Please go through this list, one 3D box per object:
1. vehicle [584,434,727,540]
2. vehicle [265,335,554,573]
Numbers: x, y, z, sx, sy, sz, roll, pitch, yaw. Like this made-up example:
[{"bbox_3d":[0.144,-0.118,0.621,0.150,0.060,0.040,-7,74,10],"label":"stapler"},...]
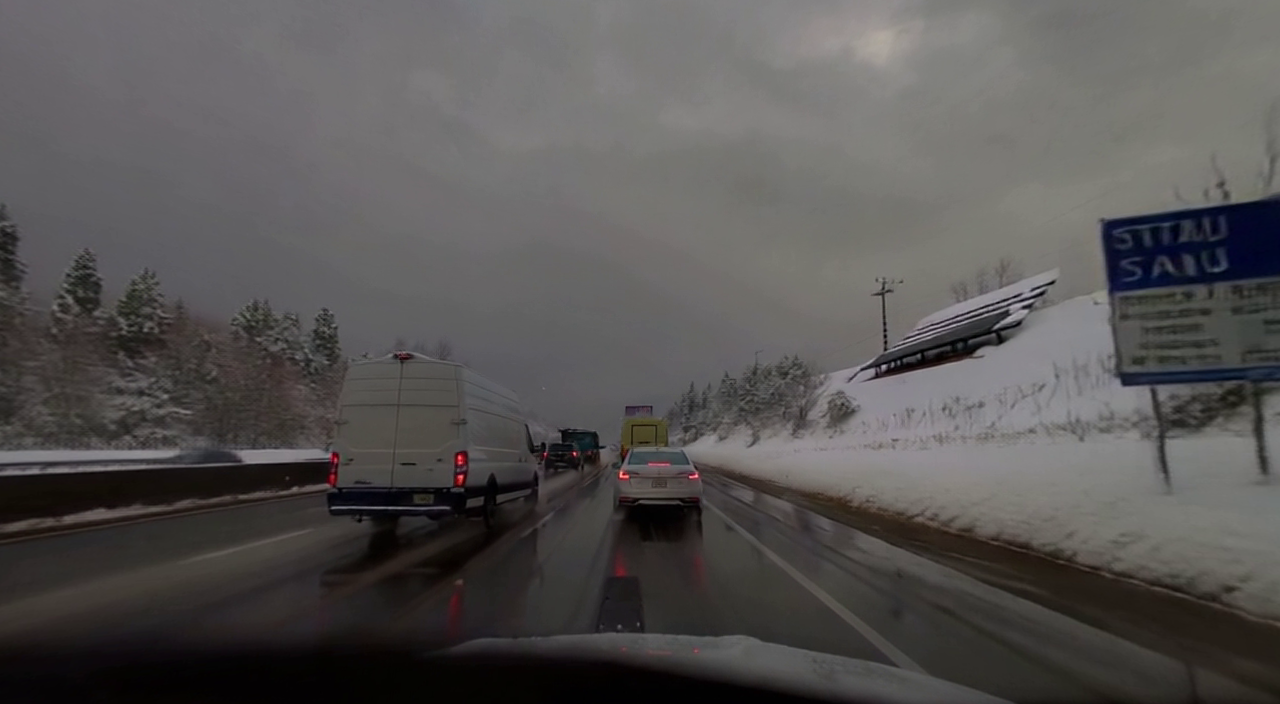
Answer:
[{"bbox_3d":[0.210,2.224,10.900,2.063,1.507,3.488,0,-9,0],"label":"vehicle"},{"bbox_3d":[-3.125,1.672,10.752,2.289,2.757,6.726,0,-9,0],"label":"vehicle"}]
